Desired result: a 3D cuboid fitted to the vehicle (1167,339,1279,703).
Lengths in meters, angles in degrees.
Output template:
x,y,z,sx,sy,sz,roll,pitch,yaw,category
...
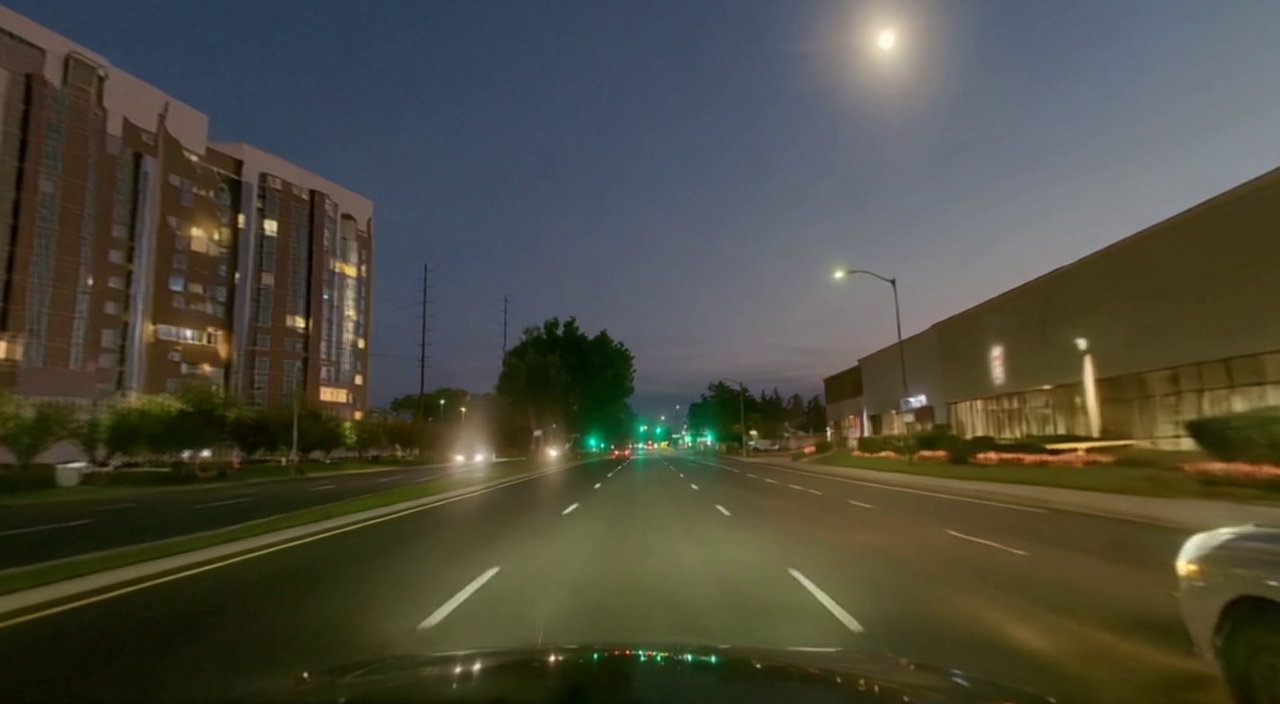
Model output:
x,y,z,sx,sy,sz,roll,pitch,yaw,category
3.251,0.535,0.313,2.090,1.685,4.436,0,-8,0,vehicle
